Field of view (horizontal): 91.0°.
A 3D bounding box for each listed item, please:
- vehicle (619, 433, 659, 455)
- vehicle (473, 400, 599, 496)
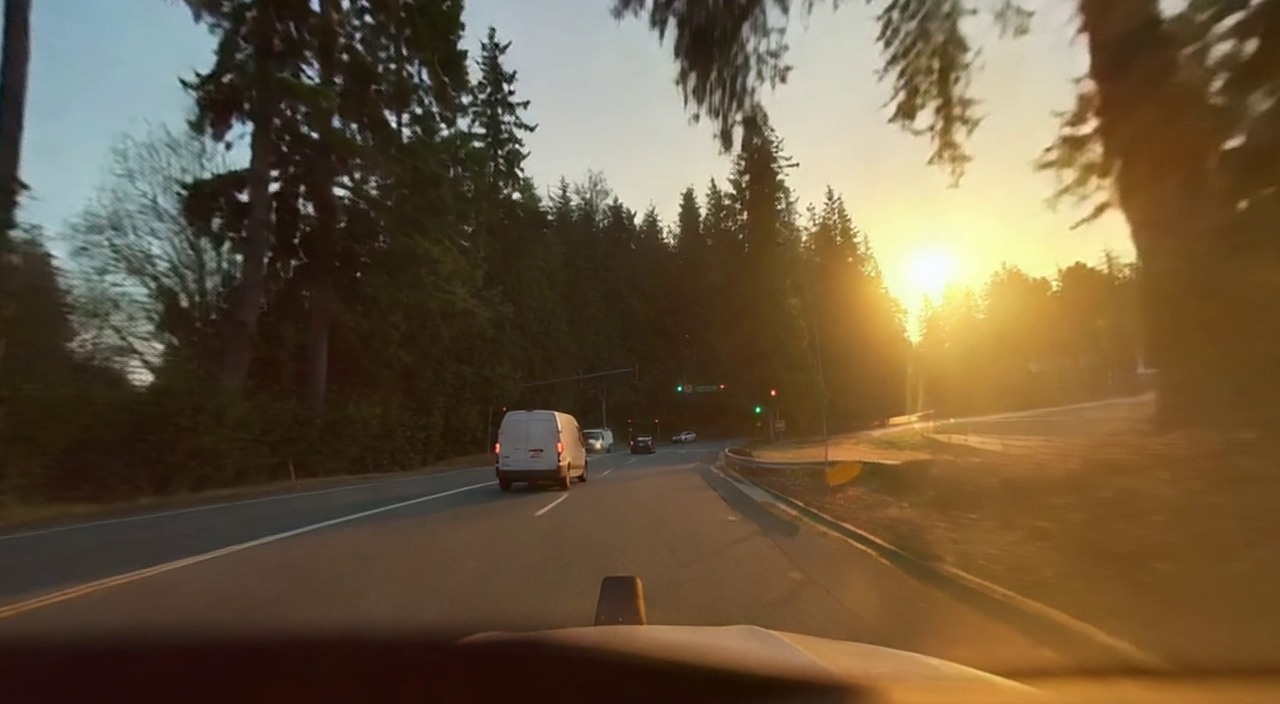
[{"bbox_3d":[0.006,6.641,45.292,2.088,1.484,4.572,-1,-8,11],"label":"vehicle"},{"bbox_3d":[-2.570,2.595,17.190,2.362,2.185,5.212,0,-8,2],"label":"vehicle"}]
